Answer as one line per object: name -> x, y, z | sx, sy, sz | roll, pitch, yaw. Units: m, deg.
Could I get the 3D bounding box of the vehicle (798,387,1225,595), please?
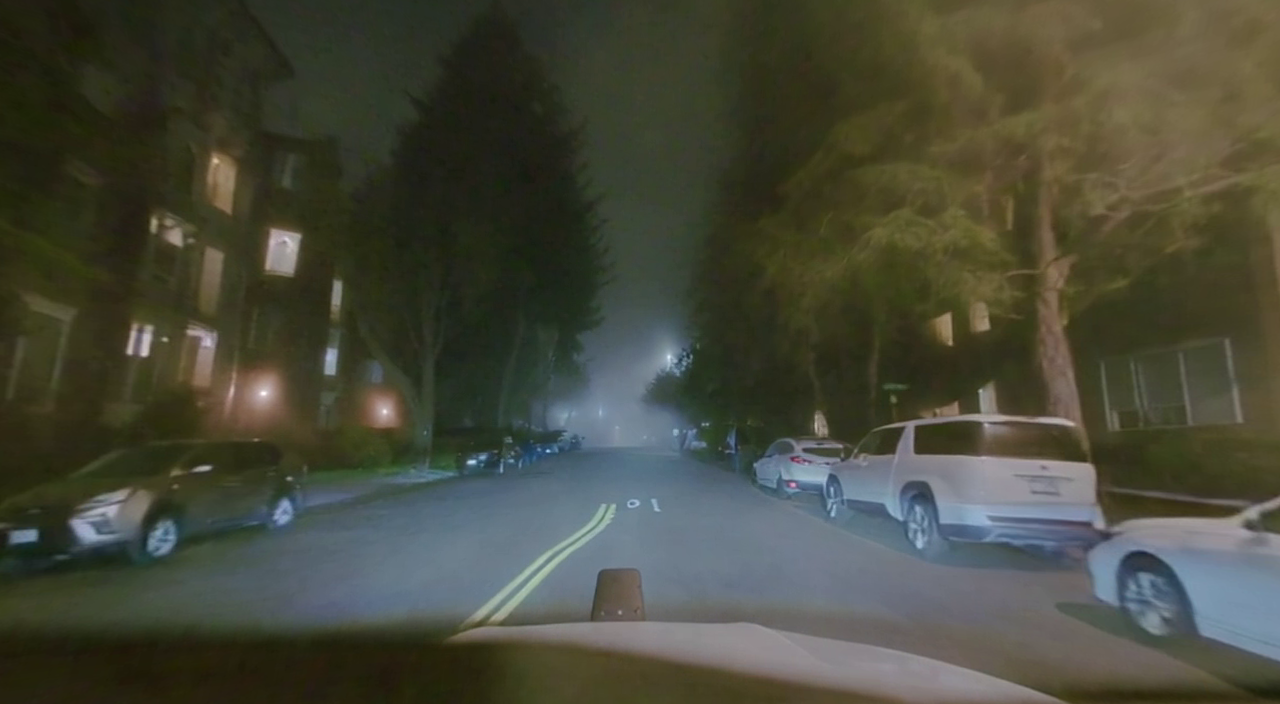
vehicle -> 4.307, 1.768, 9.069 | 2.365, 1.970, 6.011 | 0, -9, -1

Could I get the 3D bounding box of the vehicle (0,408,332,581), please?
vehicle -> -6.952, 1.993, 9.406 | 2.235, 1.802, 5.138 | -2, -10, -2

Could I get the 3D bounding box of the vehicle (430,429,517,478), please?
vehicle -> -7.115, 4.499, 27.644 | 2.384, 1.781, 5.492 | -3, -10, -1

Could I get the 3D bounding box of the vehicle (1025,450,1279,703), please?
vehicle -> 4.390, 1.220, 3.203 | 1.823, 1.393, 4.584 | 0, -9, -2
